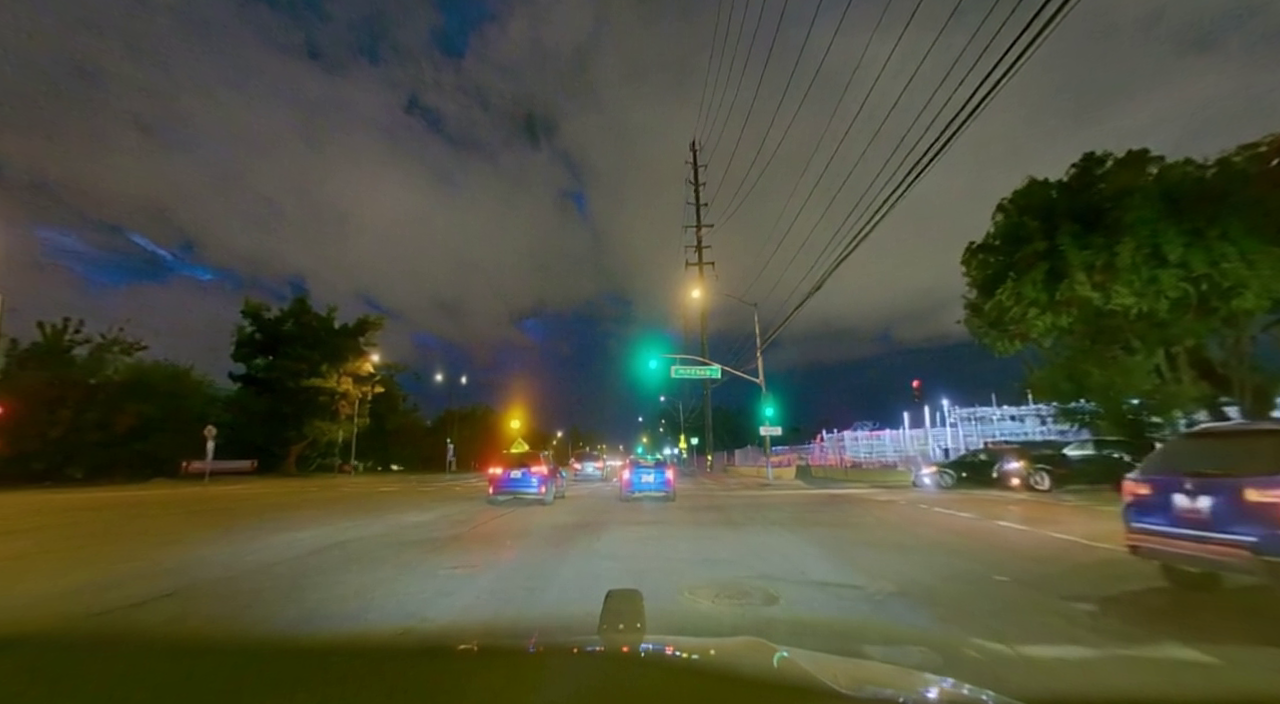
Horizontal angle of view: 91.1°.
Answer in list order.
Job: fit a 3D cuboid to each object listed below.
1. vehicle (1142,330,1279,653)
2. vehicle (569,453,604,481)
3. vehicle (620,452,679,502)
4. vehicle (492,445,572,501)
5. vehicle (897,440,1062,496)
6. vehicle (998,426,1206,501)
[{"bbox_3d":[6.785,1.159,5.966,2.458,2.149,5.577,-6,-10,33],"label":"vehicle"},{"bbox_3d":[-3.558,7.783,42.640,1.910,1.713,4.786,-1,-9,1],"label":"vehicle"},{"bbox_3d":[0.320,4.714,24.128,2.059,1.691,3.980,0,-9,0],"label":"vehicle"},{"bbox_3d":[-3.772,4.311,22.804,2.078,1.804,4.387,-1,-9,1],"label":"vehicle"},{"bbox_3d":[12.135,4.162,22.776,4.551,1.759,2.320,-3,-9,5],"label":"vehicle"},{"bbox_3d":[13.859,3.357,19.076,4.623,2.090,2.017,0,-9,-1],"label":"vehicle"}]
